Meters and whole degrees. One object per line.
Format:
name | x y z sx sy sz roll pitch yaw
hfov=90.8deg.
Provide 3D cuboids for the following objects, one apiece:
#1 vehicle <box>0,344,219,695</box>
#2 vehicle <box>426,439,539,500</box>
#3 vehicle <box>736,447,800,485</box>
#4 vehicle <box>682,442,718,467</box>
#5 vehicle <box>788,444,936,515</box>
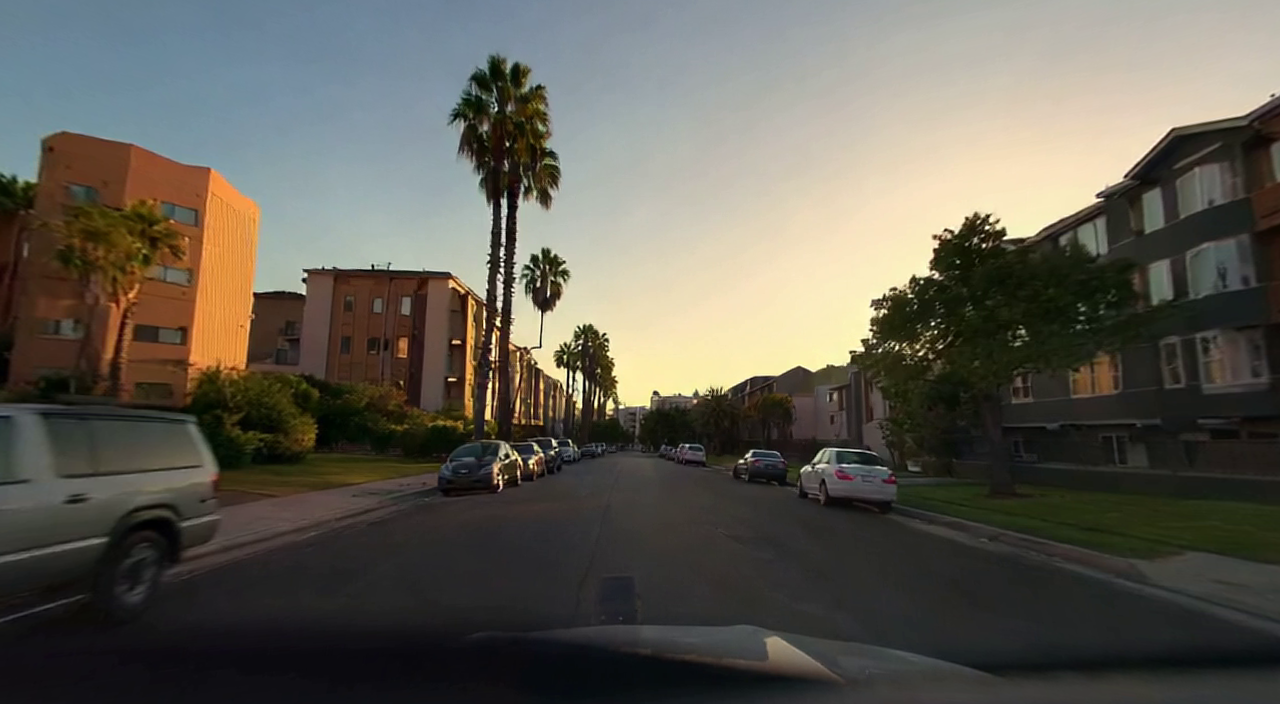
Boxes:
vehicle | -4.610 0.784 2.641 1.999 1.945 5.026 1 -8 3
vehicle | -4.483 3.419 18.851 2.066 1.506 4.719 1 -9 1
vehicle | 5.328 4.790 26.772 1.812 1.461 3.575 0 -8 -2
vehicle | 4.419 7.642 47.322 1.969 1.782 4.677 1 -9 -4
vehicle | 5.485 3.188 16.372 2.121 1.568 4.473 0 -8 -1
